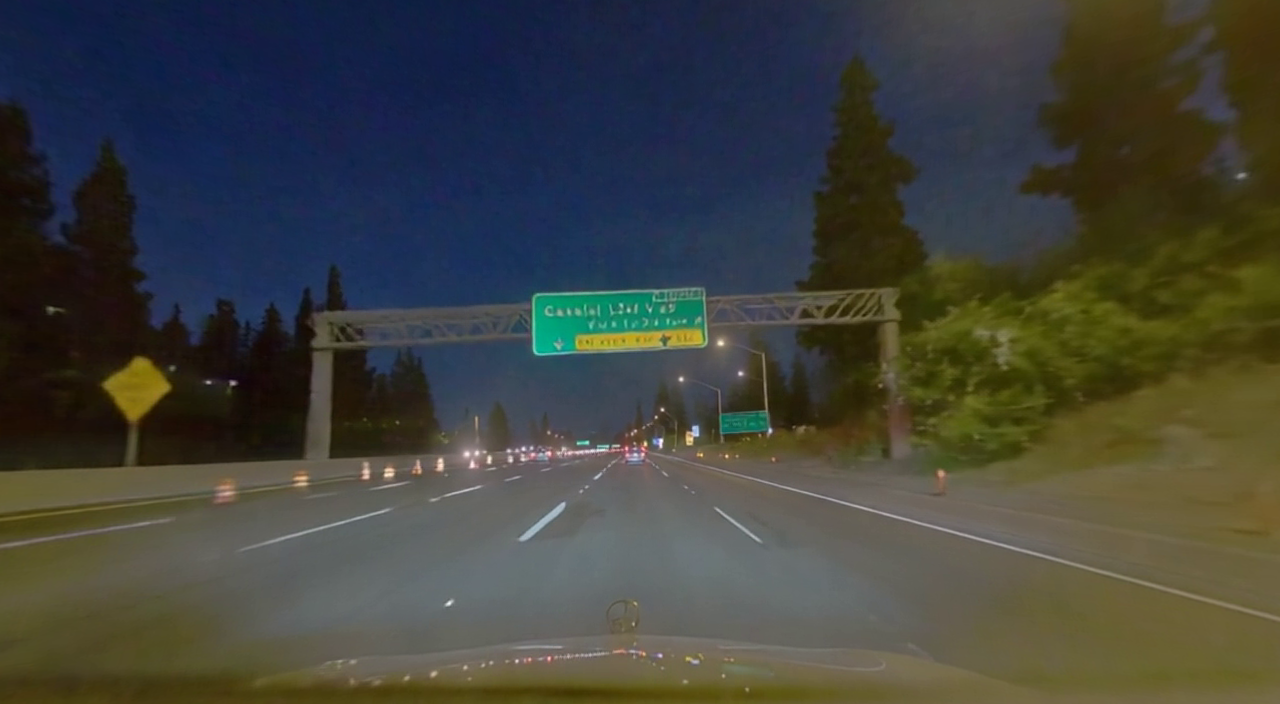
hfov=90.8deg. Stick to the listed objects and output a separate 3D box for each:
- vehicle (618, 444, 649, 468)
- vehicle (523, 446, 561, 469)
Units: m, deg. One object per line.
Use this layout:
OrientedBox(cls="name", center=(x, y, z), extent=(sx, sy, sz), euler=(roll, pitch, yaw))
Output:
OrientedBox(cls="vehicle", center=(-0.446, 7.385, 44.999), extent=(2.109, 1.638, 3.856), euler=(0, -9, -1))
OrientedBox(cls="vehicle", center=(-6.734, 7.278, 43.722), extent=(1.997, 1.507, 4.248), euler=(0, -9, 0))
